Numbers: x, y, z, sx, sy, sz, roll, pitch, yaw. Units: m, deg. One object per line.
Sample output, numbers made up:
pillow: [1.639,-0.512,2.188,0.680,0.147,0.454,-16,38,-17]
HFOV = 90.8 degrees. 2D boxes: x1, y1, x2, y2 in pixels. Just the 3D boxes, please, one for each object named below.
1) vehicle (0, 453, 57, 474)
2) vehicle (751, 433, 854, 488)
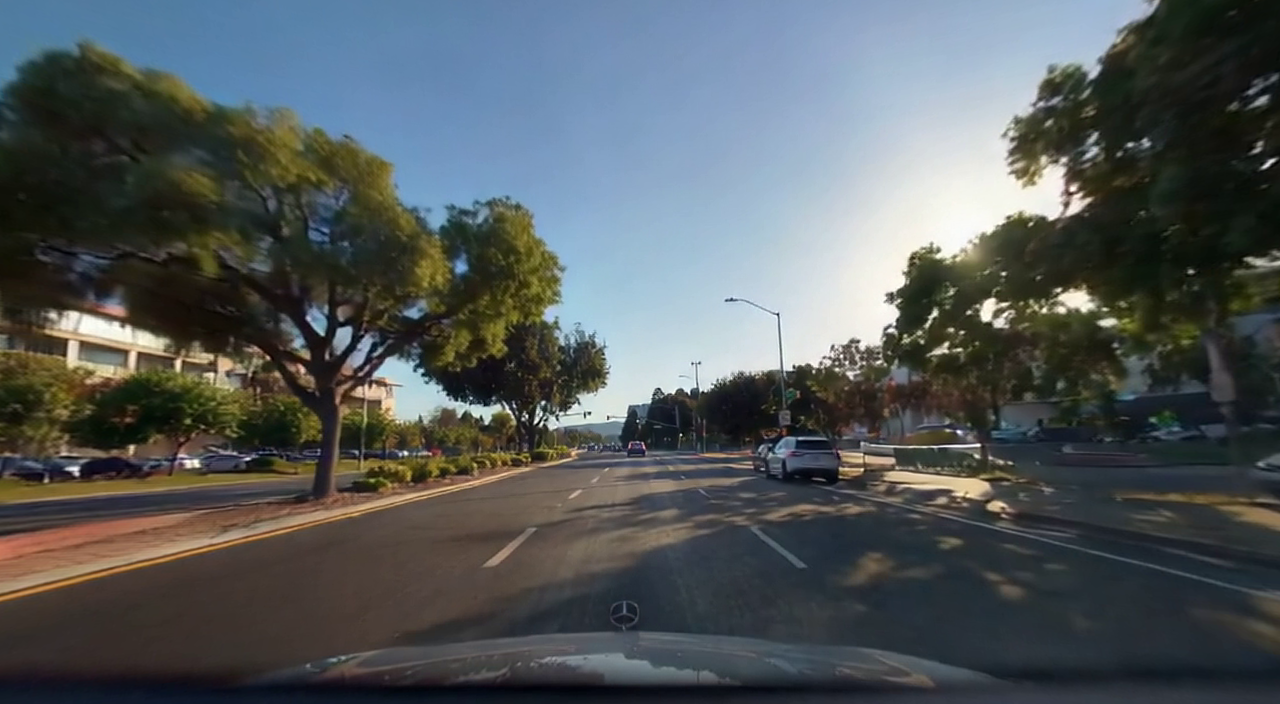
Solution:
vehicle: [-47.758,8.471,48.103,1.793,1.472,4.450,-5,-10,33]
vehicle: [5.824,3.952,23.456,2.295,1.804,4.971,0,-8,-3]
